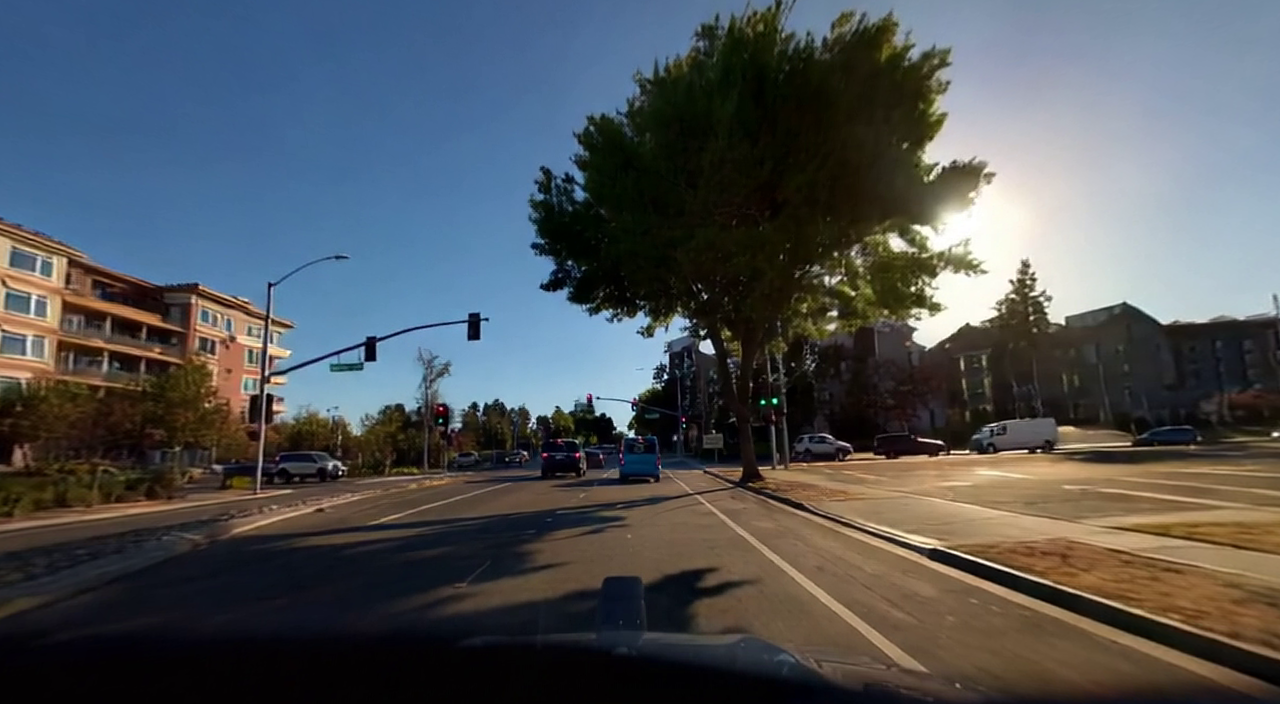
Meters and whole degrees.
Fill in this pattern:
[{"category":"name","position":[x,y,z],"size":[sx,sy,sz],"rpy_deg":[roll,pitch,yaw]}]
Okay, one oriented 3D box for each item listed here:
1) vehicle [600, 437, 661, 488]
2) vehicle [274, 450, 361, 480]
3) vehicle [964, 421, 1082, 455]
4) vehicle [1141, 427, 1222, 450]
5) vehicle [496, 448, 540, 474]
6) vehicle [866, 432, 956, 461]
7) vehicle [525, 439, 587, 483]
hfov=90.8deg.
[{"category":"vehicle","position":[-0.346,4.218,24.441],"size":[2.088,1.735,4.801],"rpy_deg":[0,-9,0]},{"category":"vehicle","position":[-21.263,7.474,41.830],"size":[4.521,1.753,2.148],"rpy_deg":[1,-10,0]},{"category":"vehicle","position":[25.603,5.794,42.412],"size":[6.325,2.155,2.457],"rpy_deg":[0,-9,-4]},{"category":"vehicle","position":[36.722,5.887,42.862],"size":[3.873,1.546,1.842],"rpy_deg":[1,-8,-5]},{"category":"vehicle","position":[-7.996,7.155,41.729],"size":[1.986,1.637,4.324],"rpy_deg":[0,-9,0]},{"category":"vehicle","position":[17.746,6.224,41.486],"size":[4.932,1.827,2.031],"rpy_deg":[0,-9,-4]},{"category":"vehicle","position":[-3.600,4.769,27.860],"size":[2.097,1.755,4.336],"rpy_deg":[0,-9,0]}]
